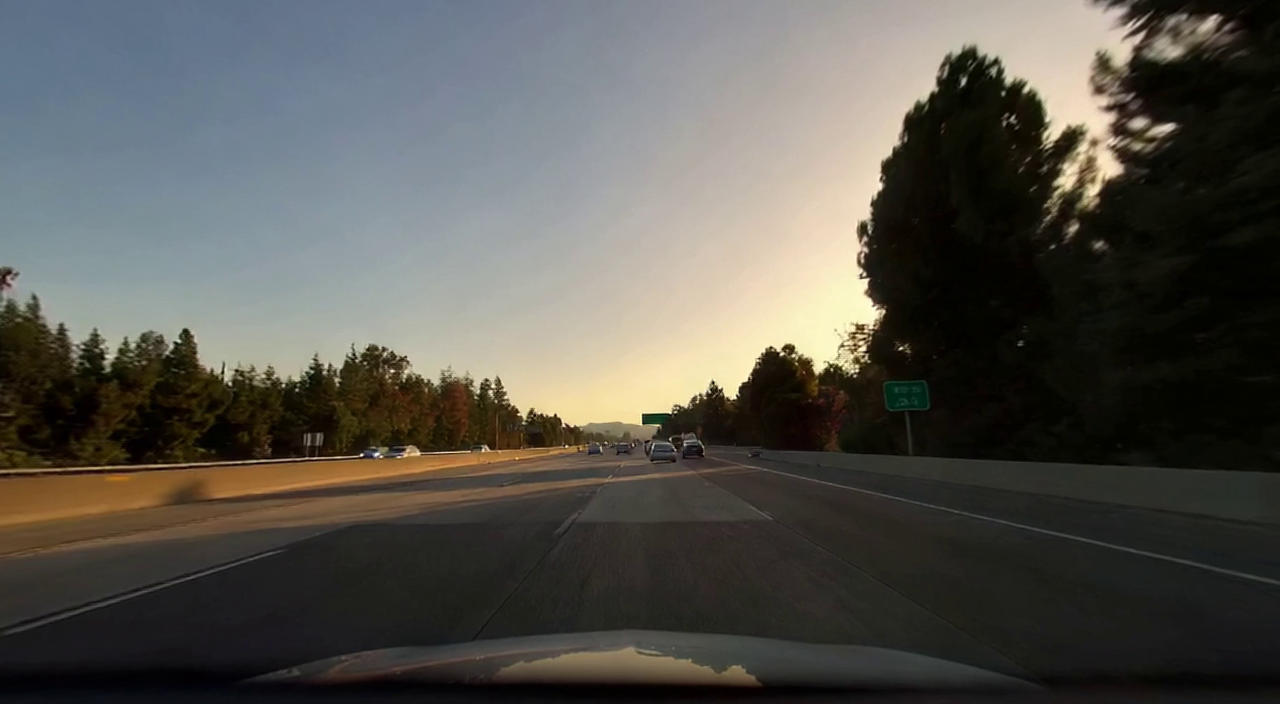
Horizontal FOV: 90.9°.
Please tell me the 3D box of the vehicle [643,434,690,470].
[{"bbox_3d":[1.319,5.294,33.658,2.260,1.766,4.348,0,-8,-1],"label":"vehicle"}]
